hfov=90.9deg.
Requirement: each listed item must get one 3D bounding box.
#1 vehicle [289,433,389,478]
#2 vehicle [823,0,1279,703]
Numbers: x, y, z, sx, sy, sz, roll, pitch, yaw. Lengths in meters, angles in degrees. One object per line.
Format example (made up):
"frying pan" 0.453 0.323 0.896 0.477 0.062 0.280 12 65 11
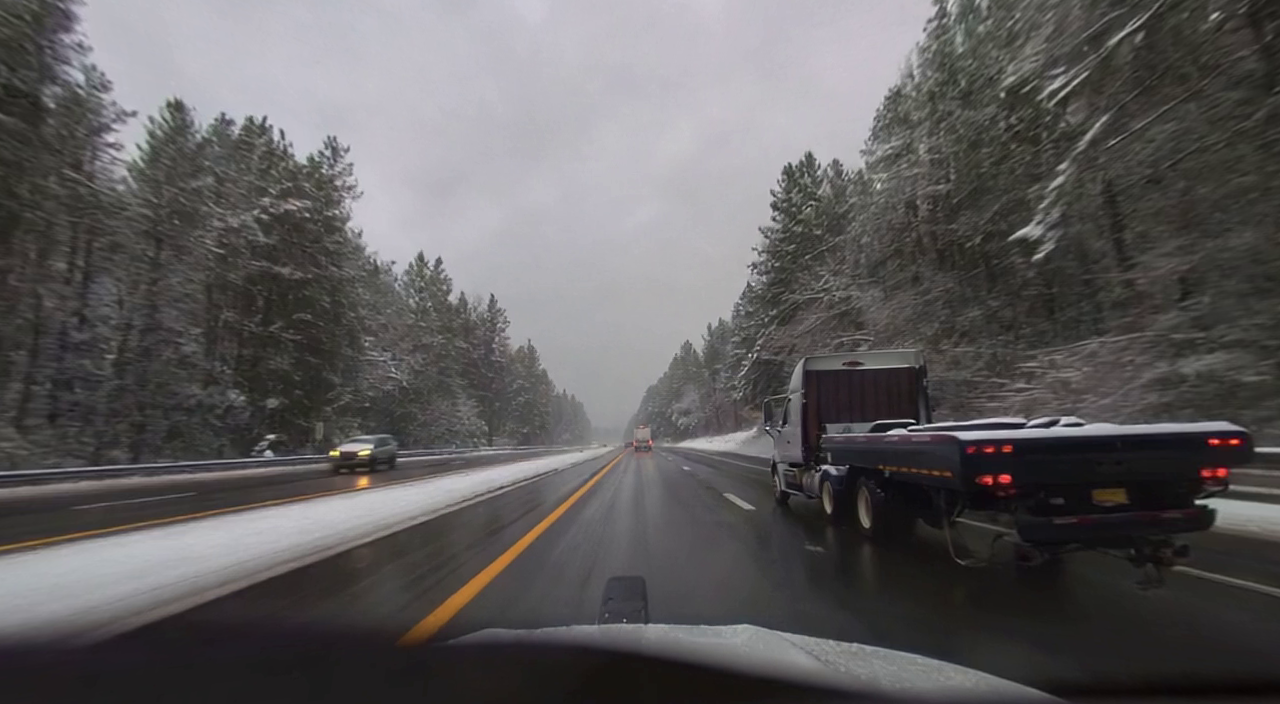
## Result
"vehicle" -13.022 4.498 27.667 2.031 1.771 4.690 0 -8 1
"vehicle" 4.418 0.059 2.818 2.990 3.573 14.258 0 -8 0
